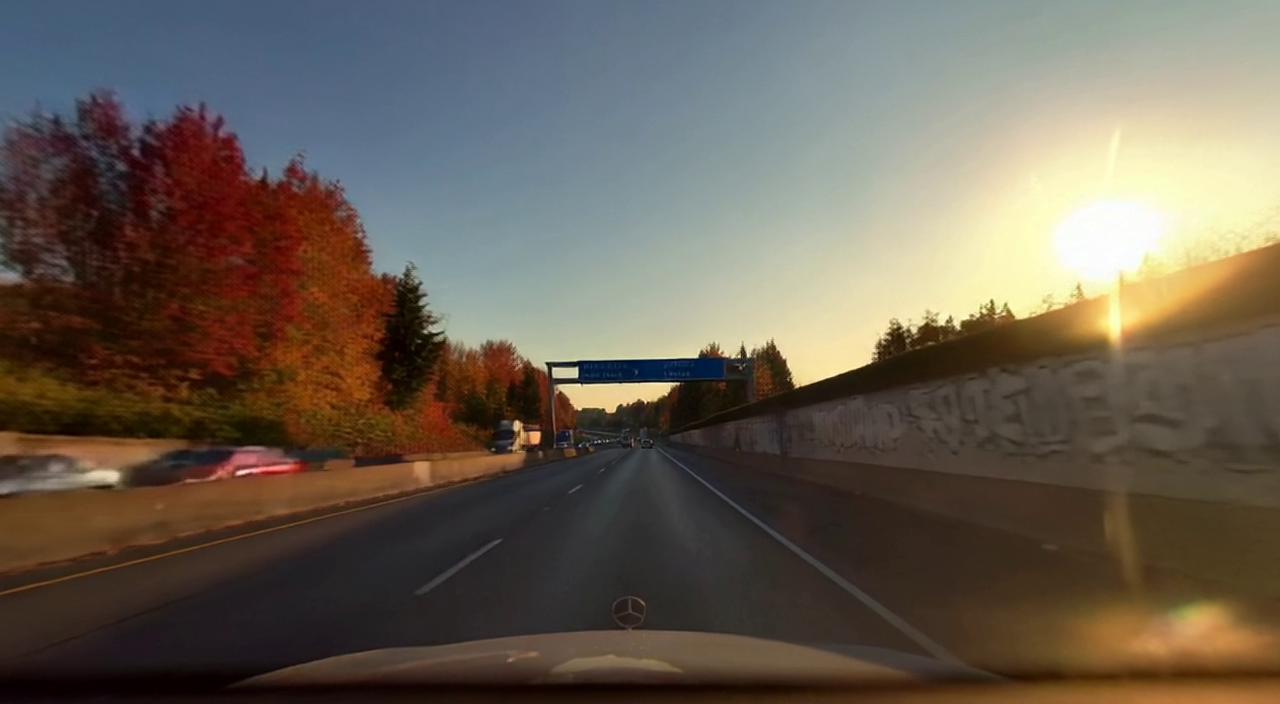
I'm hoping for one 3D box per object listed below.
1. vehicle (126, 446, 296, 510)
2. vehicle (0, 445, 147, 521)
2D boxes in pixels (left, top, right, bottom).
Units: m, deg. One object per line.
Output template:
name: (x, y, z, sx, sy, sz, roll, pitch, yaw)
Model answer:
vehicle: (-11.259, 3.278, 16.895, 1.768, 1.469, 3.813, 0, -8, 2)
vehicle: (-14.769, 3.099, 15.339, 1.924, 1.609, 4.275, 0, -8, 1)
